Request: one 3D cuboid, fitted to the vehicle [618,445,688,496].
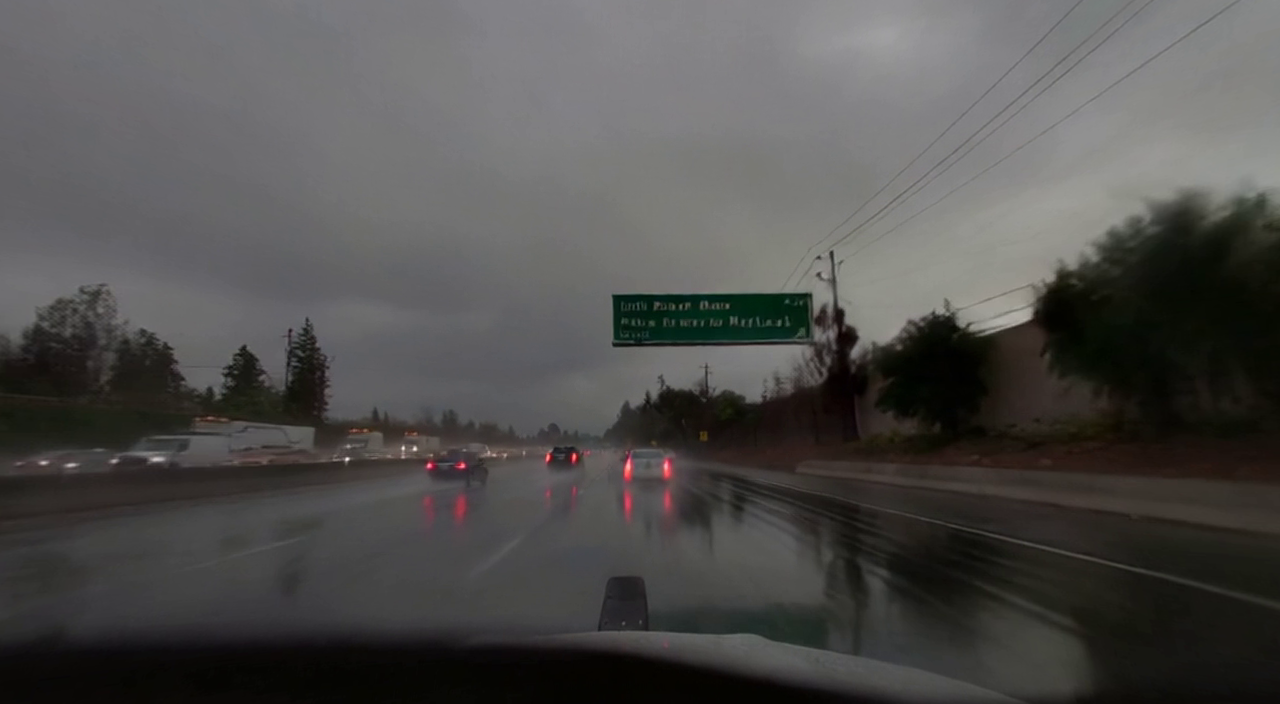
[{"bbox_3d":[0.340,3.865,20.980,2.082,1.482,4.126,0,-9,-2],"label":"vehicle"}]

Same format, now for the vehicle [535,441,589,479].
[{"bbox_3d":[-3.915,5.527,32.496,2.289,1.777,4.534,0,-9,-1],"label":"vehicle"}]

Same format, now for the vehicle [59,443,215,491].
[{"bbox_3d":[-26.065,5.947,33.233,2.635,2.237,6.970,0,-9,-2],"label":"vehicle"}]

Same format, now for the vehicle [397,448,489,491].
[{"bbox_3d":[-7.313,4.386,23.993,1.974,1.464,4.733,0,-9,0],"label":"vehicle"}]

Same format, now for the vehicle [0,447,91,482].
[{"bbox_3d":[-29.781,5.481,31.090,1.822,1.595,4.076,0,-9,-3],"label":"vehicle"}]
